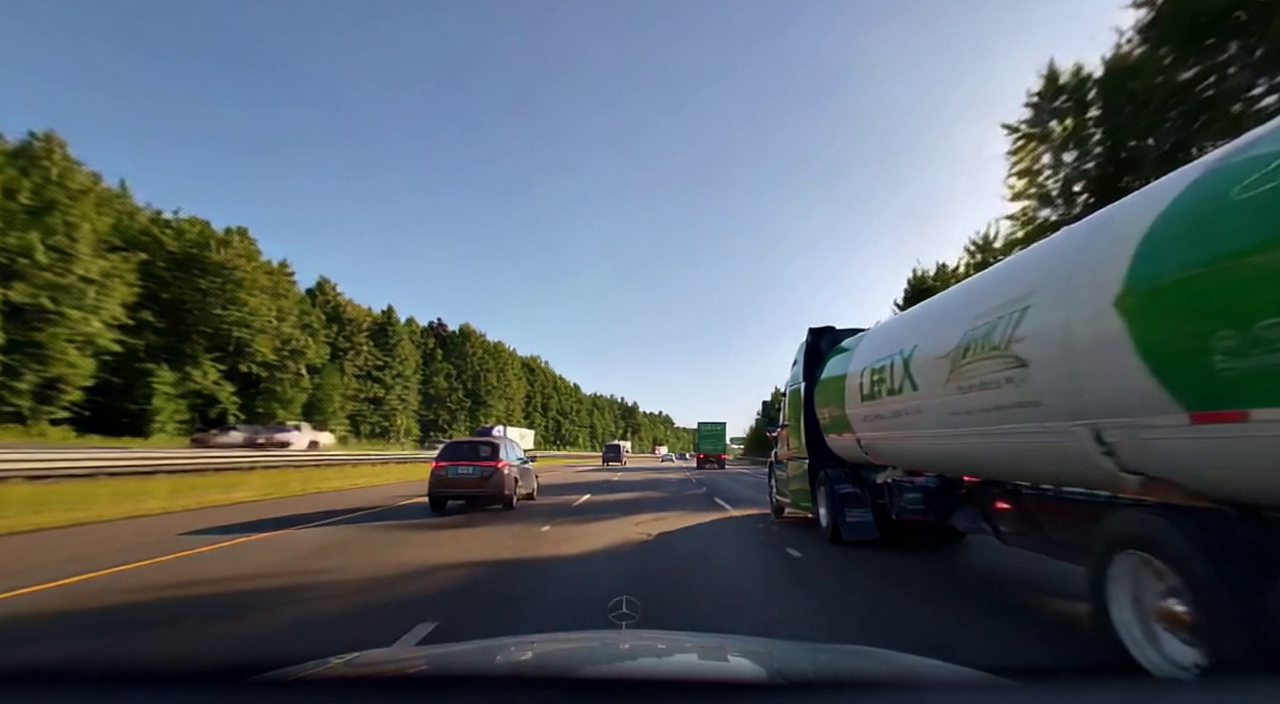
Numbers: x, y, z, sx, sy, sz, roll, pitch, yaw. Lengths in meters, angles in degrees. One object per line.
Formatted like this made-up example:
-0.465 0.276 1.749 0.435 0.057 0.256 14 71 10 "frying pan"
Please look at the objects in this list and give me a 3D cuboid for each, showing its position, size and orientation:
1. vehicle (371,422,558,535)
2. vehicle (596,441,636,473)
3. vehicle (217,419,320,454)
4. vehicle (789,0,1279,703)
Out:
-3.006 2.313 12.013 2.205 1.728 4.397 0 -9 1 "vehicle"
-1.568 7.147 42.917 2.201 2.038 5.065 -1 -9 4 "vehicle"
-17.327 4.044 29.706 1.834 1.515 4.605 -1 -9 3 "vehicle"
4.311 0.685 6.699 2.732 3.585 11.338 0 -9 0 "vehicle"
